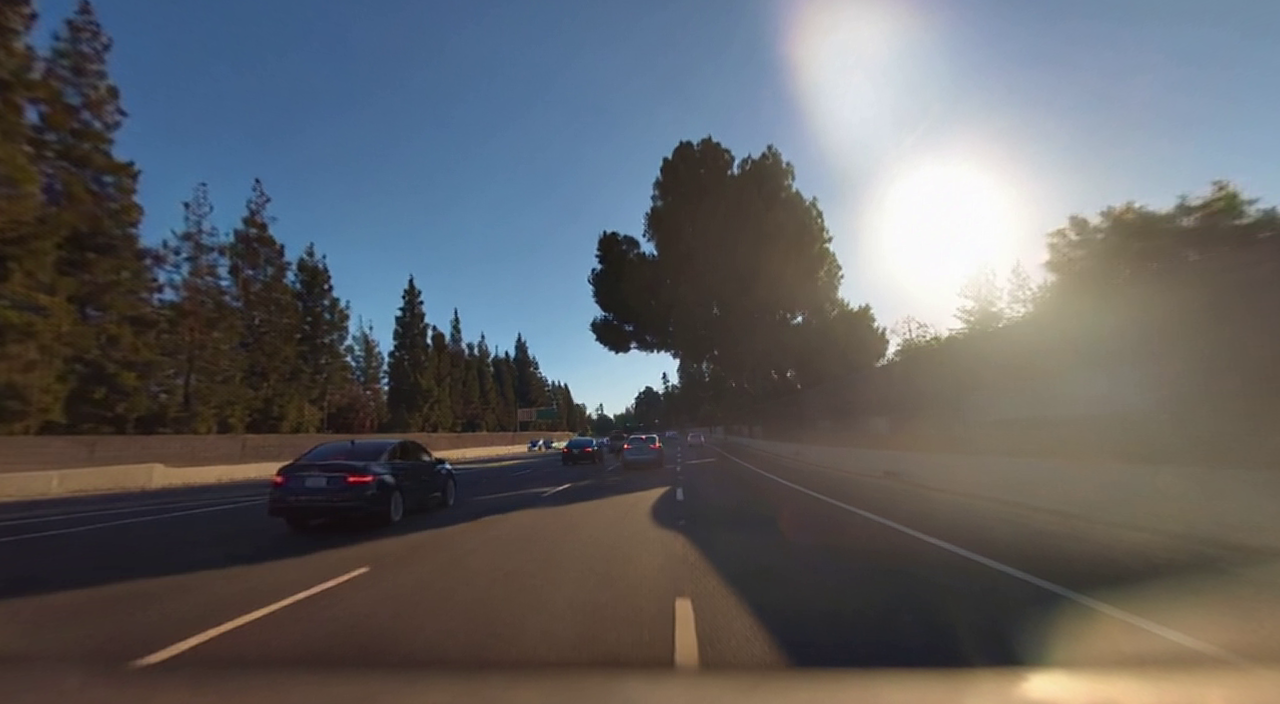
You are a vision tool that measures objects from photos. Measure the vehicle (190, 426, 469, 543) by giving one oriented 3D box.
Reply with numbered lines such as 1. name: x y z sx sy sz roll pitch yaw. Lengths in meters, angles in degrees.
1. vehicle: -4.613 2.037 10.470 1.981 1.460 4.792 -1 -8 3

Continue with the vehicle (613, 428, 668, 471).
1. vehicle: 0.115 4.147 27.065 2.082 1.638 4.644 -1 -8 3
